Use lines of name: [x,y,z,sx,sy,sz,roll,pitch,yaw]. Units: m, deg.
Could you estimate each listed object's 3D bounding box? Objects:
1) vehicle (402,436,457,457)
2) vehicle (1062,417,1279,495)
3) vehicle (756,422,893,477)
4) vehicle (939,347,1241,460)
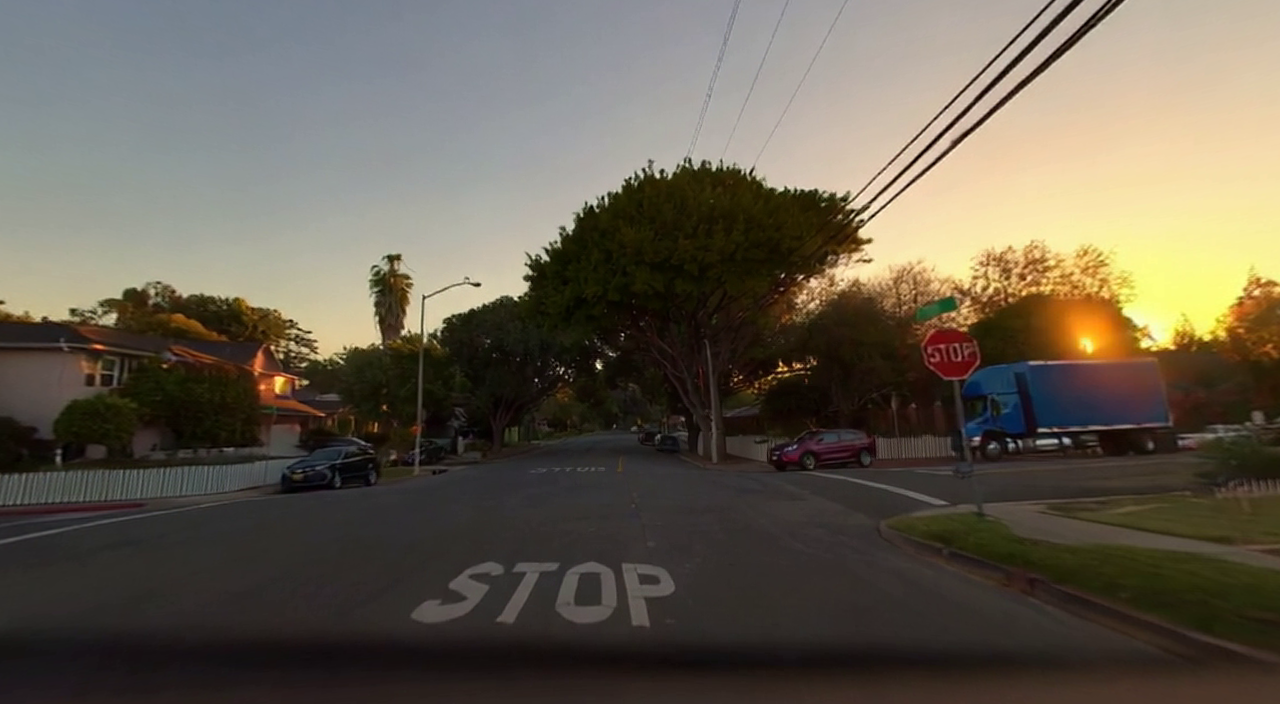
vehicle: [-16.347,7.345,49.190,3.911,1.515,1.802,2,-9,-14]
vehicle: [11.850,2.164,13.333,4.488,1.507,1.954,0,-8,-2]
vehicle: [6.088,3.265,21.246,3.867,1.710,2.107,1,-8,-5]
vehicle: [14.793,1.809,21.320,7.759,3.523,2.930,0,-8,0]
